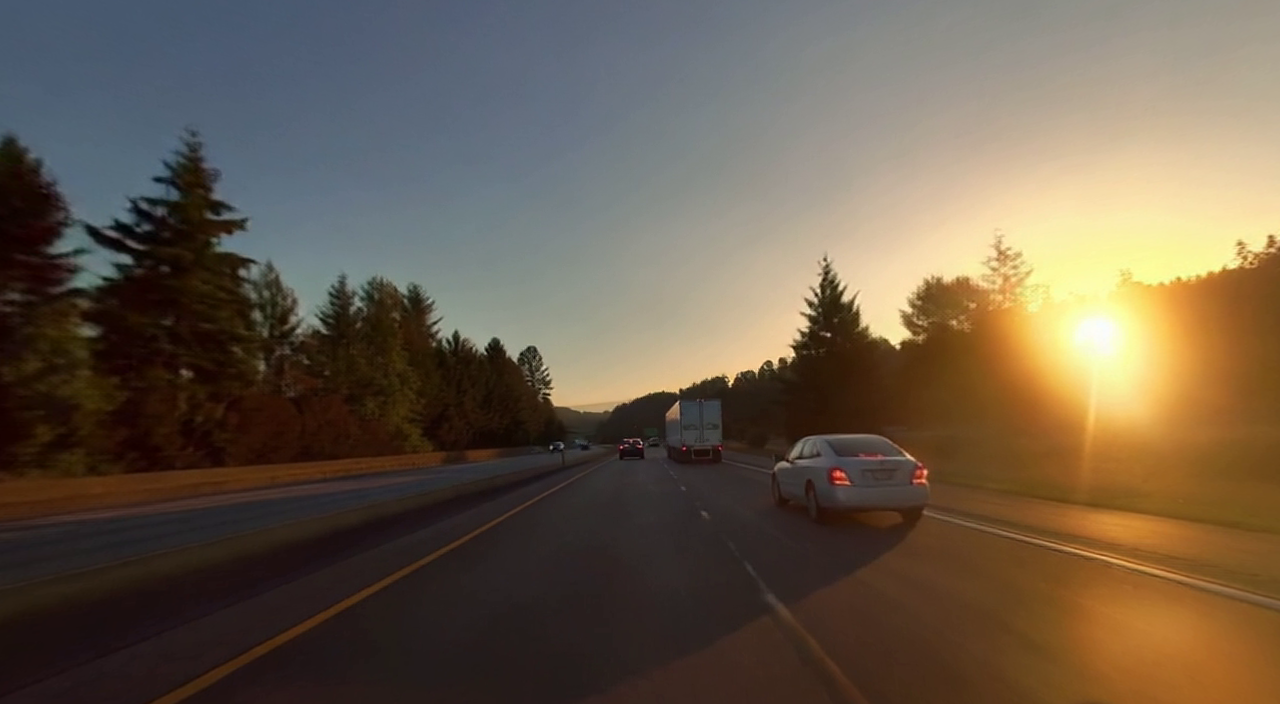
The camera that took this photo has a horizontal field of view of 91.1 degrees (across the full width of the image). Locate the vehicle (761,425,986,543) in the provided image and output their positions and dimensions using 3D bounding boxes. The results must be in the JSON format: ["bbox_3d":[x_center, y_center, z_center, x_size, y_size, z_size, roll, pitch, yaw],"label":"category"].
[{"bbox_3d":[3.502,2.035,10.509,2.072,1.534,4.300,0,-8,0],"label":"vehicle"}]

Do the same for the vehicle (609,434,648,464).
[{"bbox_3d":[-0.641,5.776,37.796,2.192,1.623,4.887,0,-8,0],"label":"vehicle"}]

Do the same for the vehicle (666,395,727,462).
[{"bbox_3d":[3.696,5.541,44.835,2.919,4.004,13.911,0,-8,0],"label":"vehicle"}]
